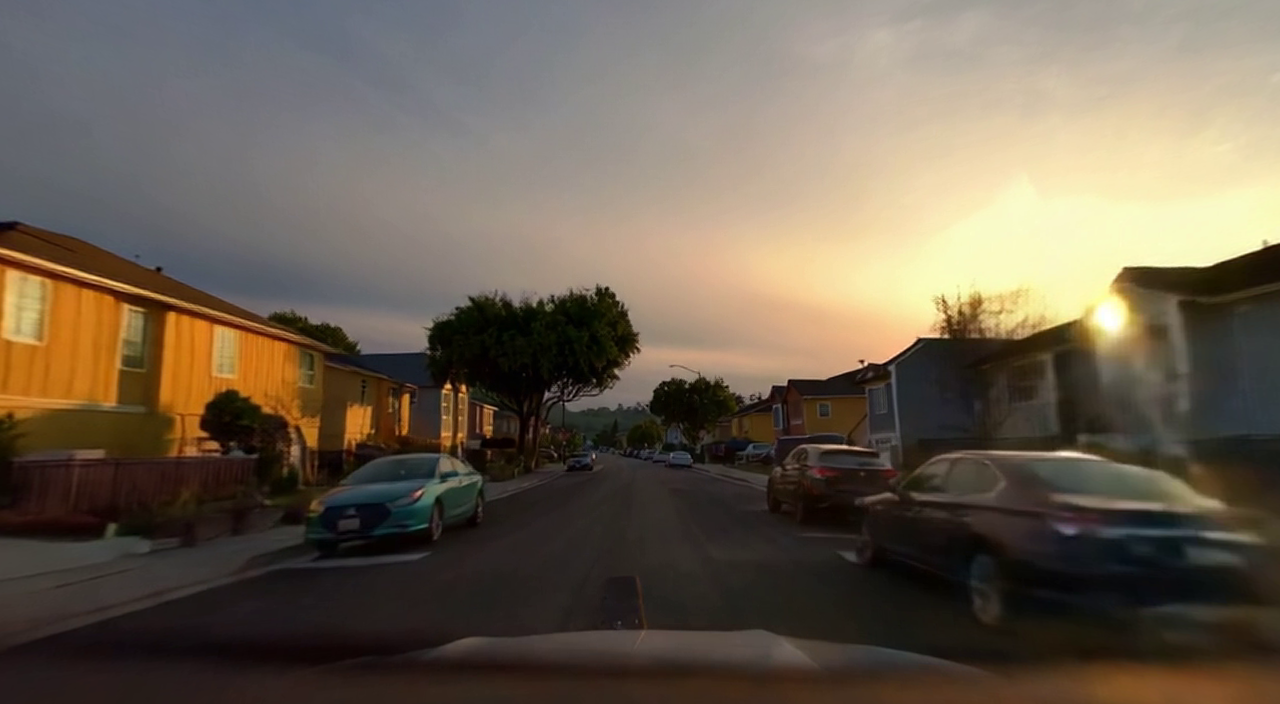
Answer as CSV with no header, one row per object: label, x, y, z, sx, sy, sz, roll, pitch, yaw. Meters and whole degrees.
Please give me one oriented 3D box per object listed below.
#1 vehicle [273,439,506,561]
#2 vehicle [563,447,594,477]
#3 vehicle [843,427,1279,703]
vehicle,-3.845,2.297,10.743,2.089,1.508,4.537,2,-7,0
vehicle,-4.634,8.377,48.232,2.230,1.782,4.628,0,-4,-4
vehicle,3.410,1.472,5.394,1.888,1.484,4.476,0,-9,1
